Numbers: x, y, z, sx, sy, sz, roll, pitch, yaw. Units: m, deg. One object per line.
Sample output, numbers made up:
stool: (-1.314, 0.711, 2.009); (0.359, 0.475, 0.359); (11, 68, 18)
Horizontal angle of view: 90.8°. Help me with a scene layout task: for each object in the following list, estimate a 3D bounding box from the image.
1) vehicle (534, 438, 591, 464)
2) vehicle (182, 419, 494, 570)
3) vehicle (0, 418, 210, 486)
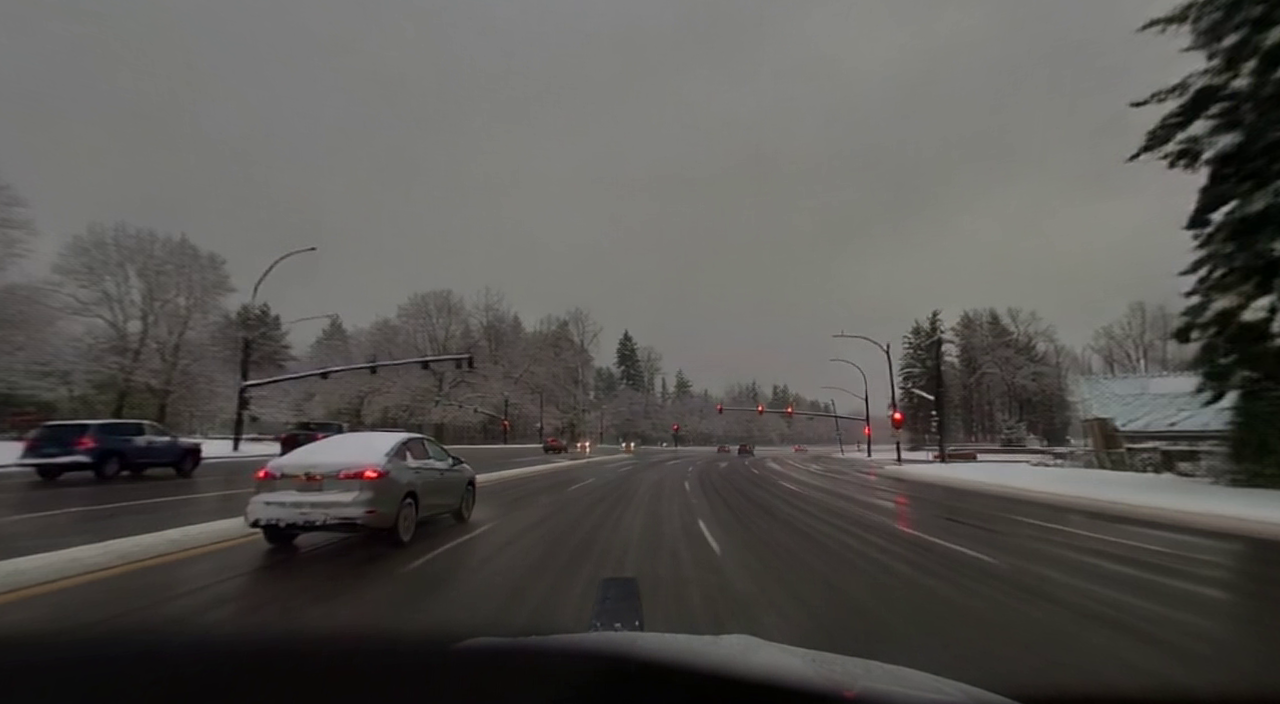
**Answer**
vehicle: (-4.757, 6.177, 39.524); (2.080, 1.495, 5.242); (-1, -9, 10)
vehicle: (-3.474, 1.716, 8.379); (1.934, 1.463, 4.220); (0, -9, 2)
vehicle: (-13.524, 2.535, 16.116); (1.984, 1.488, 4.258); (0, -9, 2)
